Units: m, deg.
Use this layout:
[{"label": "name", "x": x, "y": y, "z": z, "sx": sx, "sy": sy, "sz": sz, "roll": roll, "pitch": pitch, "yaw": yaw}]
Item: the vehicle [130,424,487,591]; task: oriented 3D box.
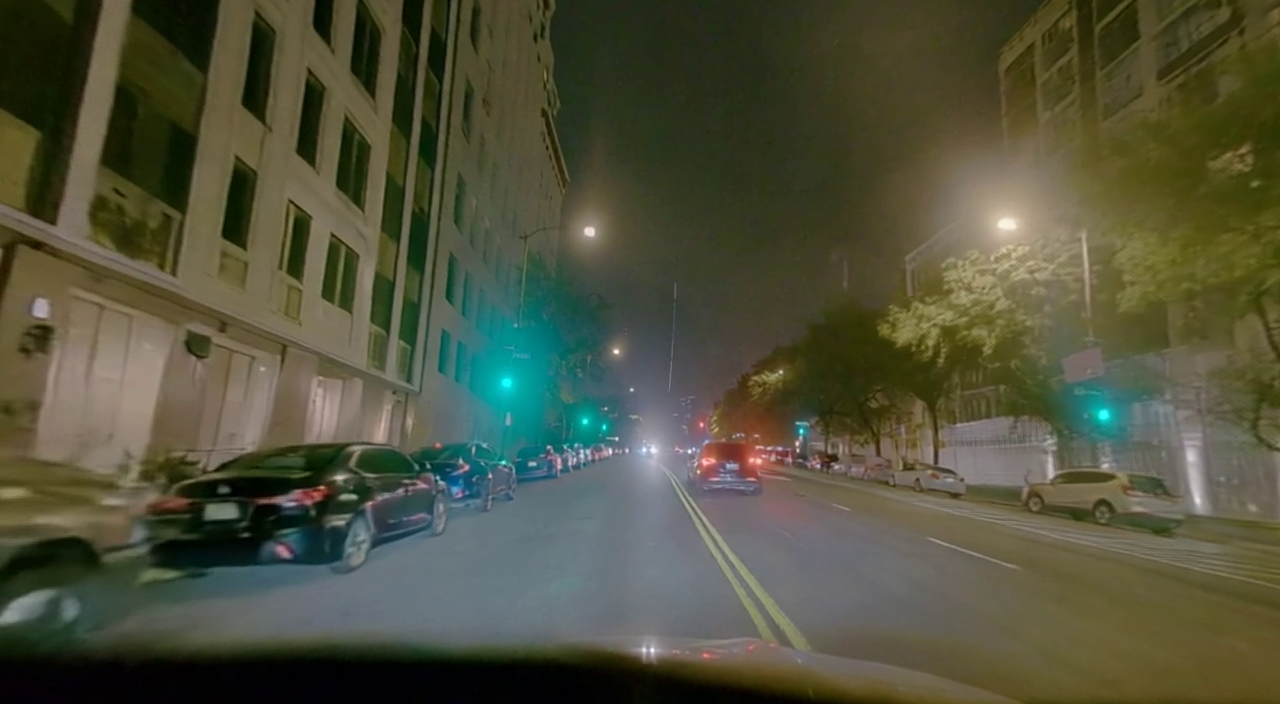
[{"label": "vehicle", "x": -3.487, "y": 1.682, "z": 7.834, "sx": 1.989, "sy": 1.467, "sz": 4.350, "roll": 0, "pitch": -8, "yaw": 1}]

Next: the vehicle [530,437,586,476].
[{"label": "vehicle", "x": -3.404, "y": 4.390, "z": 26.851, "sx": 1.842, "sy": 1.497, "sz": 4.238, "roll": 0, "pitch": -8, "yaw": -1}]

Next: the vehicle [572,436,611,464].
[{"label": "vehicle", "x": -2.992, "y": 6.142, "z": 39.641, "sx": 1.933, "sy": 1.652, "sz": 4.508, "roll": 0, "pitch": -8, "yaw": 2}]

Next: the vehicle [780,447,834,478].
[{"label": "vehicle", "x": 9.916, "y": 6.568, "z": 37.812, "sx": 2.022, "sy": 1.512, "sz": 4.120, "roll": 5, "pitch": -8, "yaw": 0}]

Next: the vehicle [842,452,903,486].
[{"label": "vehicle", "x": 13.543, "y": 6.797, "z": 36.990, "sx": 2.036, "sy": 1.704, "sz": 4.401, "roll": 3, "pitch": -8, "yaw": 1}]

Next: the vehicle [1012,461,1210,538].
[{"label": "vehicle", "x": 13.362, "y": 4.155, "z": 18.344, "sx": 2.189, "sy": 1.753, "sz": 4.376, "roll": 4, "pitch": -9, "yaw": -4}]

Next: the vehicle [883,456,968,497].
[{"label": "vehicle", "x": 13.355, "y": 5.808, "z": 29.780, "sx": 1.866, "sy": 1.554, "sz": 4.393, "roll": 2, "pitch": -8, "yaw": -2}]

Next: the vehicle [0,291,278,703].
[{"label": "vehicle", "x": -3.645, "y": 0.550, "z": 1.525, "sx": 2.171, "sy": 1.816, "sz": 5.274, "roll": -1, "pitch": -8, "yaw": 3}]

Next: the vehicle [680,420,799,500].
[{"label": "vehicle", "x": 2.569, "y": 2.999, "z": 18.127, "sx": 2.411, "sy": 1.899, "sz": 5.993, "roll": 0, "pitch": -8, "yaw": 0}]
